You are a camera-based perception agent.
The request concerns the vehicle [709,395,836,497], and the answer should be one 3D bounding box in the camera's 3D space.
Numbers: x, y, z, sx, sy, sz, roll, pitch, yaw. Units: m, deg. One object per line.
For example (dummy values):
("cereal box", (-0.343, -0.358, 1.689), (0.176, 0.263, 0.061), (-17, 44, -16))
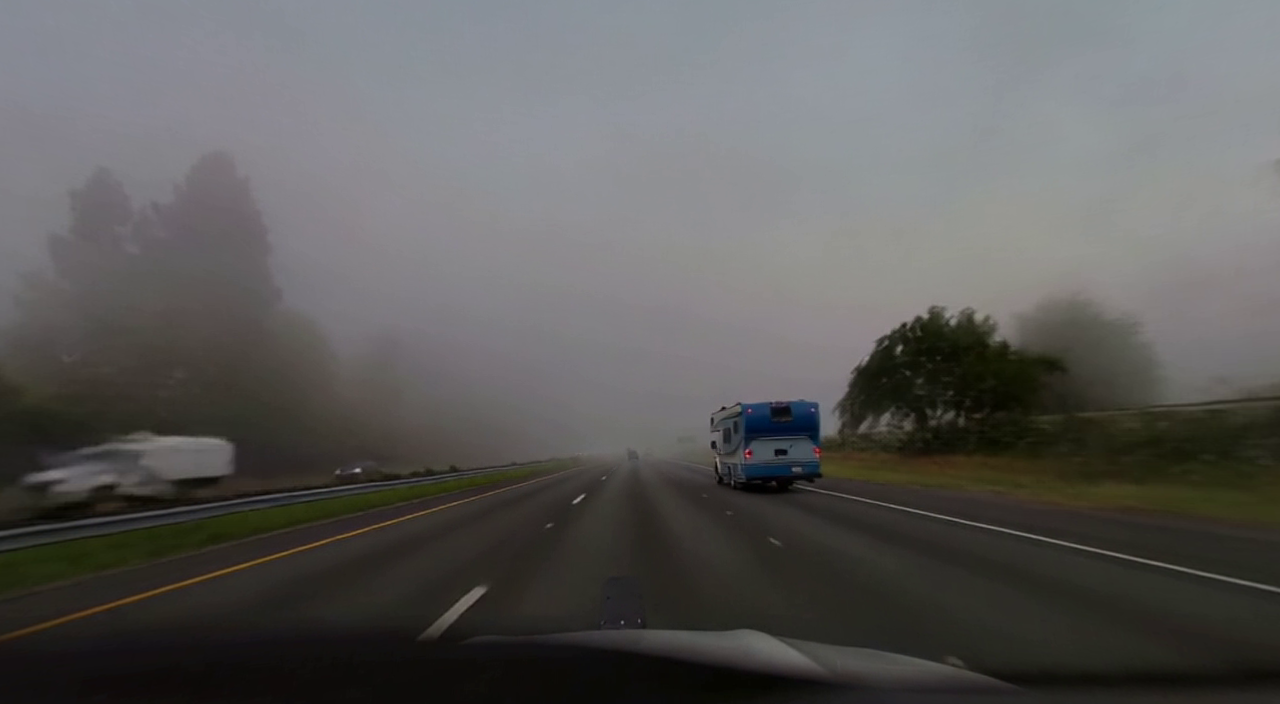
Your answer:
("vehicle", (3.967, 3.057, 20.430), (2.556, 2.763, 6.287), (0, -9, -2))
